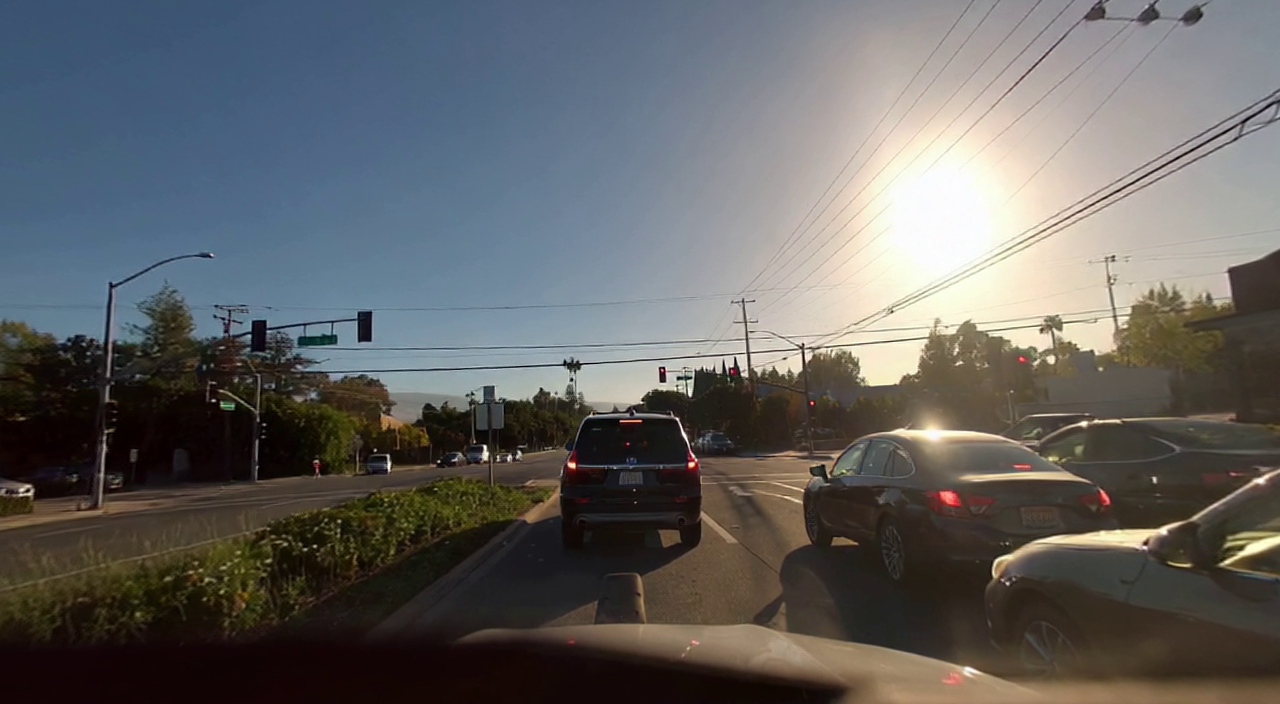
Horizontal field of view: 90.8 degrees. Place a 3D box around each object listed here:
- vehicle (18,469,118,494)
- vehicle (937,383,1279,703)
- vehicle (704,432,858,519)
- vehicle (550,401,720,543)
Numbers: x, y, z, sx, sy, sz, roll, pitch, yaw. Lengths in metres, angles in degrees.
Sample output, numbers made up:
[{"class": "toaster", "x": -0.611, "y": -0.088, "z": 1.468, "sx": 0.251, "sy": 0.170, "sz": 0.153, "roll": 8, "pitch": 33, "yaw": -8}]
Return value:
[{"class": "vehicle", "x": -38.323, "y": 8.679, "z": 42.411, "sx": 4.569, "sy": 1.505, "sz": 1.992, "roll": 1, "pitch": -9, "yaw": -5}, {"class": "vehicle", "x": 2.730, "y": 0.776, "z": 1.419, "sx": 2.004, "sy": 1.460, "sz": 4.297, "roll": 0, "pitch": -9, "yaw": 0}, {"class": "vehicle", "x": 2.657, "y": 2.454, "z": 13.088, "sx": 2.025, "sy": 1.477, "sz": 4.333, "roll": 0, "pitch": -9, "yaw": -2}, {"class": "vehicle", "x": -0.121, "y": 1.950, "z": 10.843, "sx": 2.236, "sy": 1.856, "sz": 4.816, "roll": 0, "pitch": -9, "yaw": -1}]
